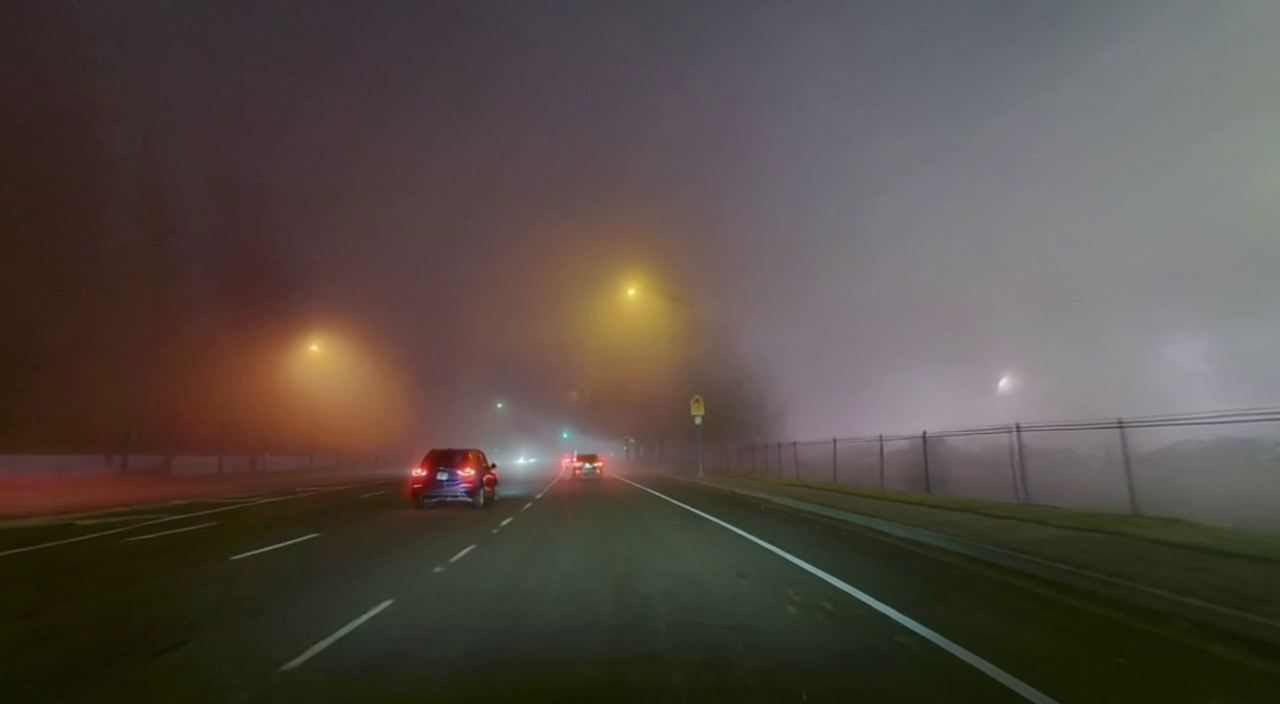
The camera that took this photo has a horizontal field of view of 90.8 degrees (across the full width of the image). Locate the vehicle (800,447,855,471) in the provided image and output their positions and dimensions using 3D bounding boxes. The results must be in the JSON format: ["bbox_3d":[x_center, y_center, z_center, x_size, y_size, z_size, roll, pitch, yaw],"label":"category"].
[{"bbox_3d":[12.036,6.828,40.415,2.131,1.437,4.325,-6,-11,33],"label":"vehicle"}]

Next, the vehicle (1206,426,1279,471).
[{"bbox_3d":[27.114,4.298,28.252,1.942,1.726,5.194,-11,-13,35],"label":"vehicle"}]

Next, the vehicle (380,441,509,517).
[{"bbox_3d":[-4.888,3.230,16.597,2.105,1.676,4.541,0,-9,-2],"label":"vehicle"}]

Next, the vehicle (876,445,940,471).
[{"bbox_3d":[15.919,6.236,37.411,2.048,1.392,4.562,-8,-12,41],"label":"vehicle"}]

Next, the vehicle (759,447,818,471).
[{"bbox_3d":[10.137,7.222,42.885,2.041,1.459,4.830,-7,-11,37],"label":"vehicle"}]

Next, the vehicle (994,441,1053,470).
[{"bbox_3d":[20.625,5.539,33.917,1.934,1.423,4.008,-8,-12,40],"label":"vehicle"}]

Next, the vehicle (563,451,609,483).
[{"bbox_3d":[-2.727,5.793,32.035,2.147,1.474,4.083,0,-9,-5],"label":"vehicle"}]

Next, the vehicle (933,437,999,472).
[{"bbox_3d":[18.546,5.782,35.875,2.062,1.703,4.661,-12,-14,40],"label":"vehicle"}]
